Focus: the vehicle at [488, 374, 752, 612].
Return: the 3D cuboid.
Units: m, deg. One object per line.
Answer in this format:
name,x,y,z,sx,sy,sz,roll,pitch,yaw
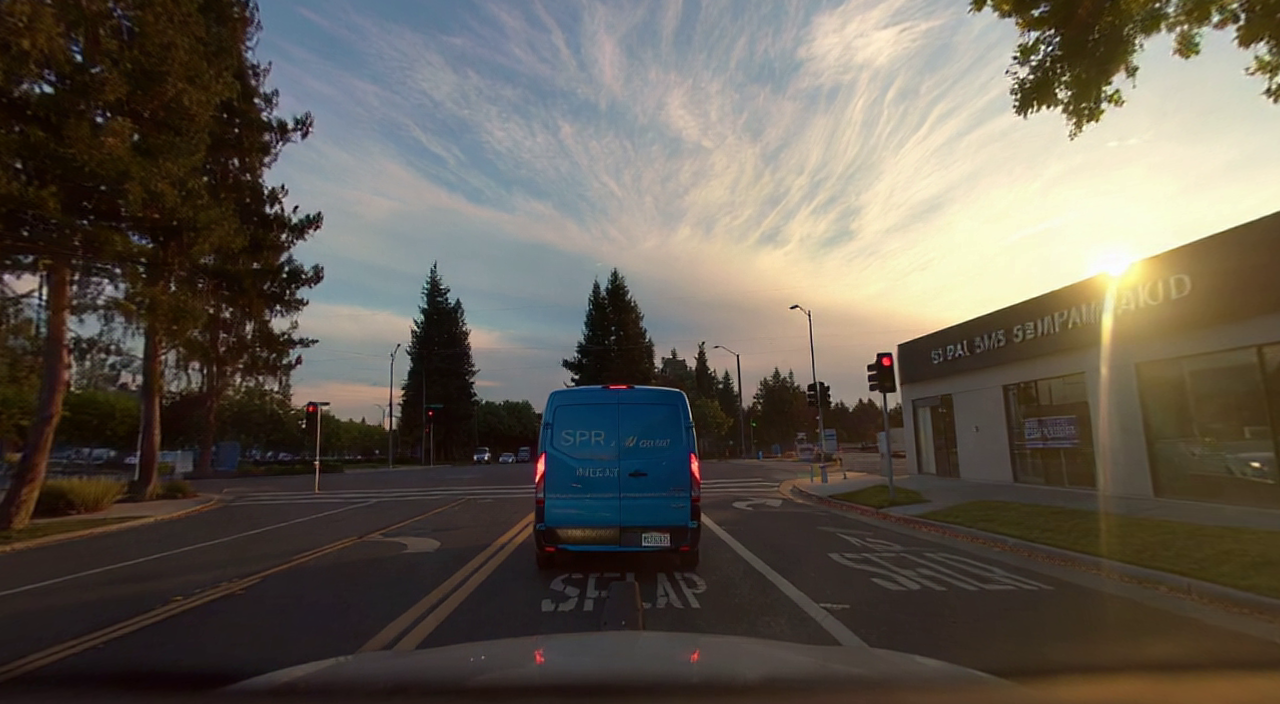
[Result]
vehicle,-0.291,1.463,7.288,2.181,1.949,3.932,1,-9,-4
